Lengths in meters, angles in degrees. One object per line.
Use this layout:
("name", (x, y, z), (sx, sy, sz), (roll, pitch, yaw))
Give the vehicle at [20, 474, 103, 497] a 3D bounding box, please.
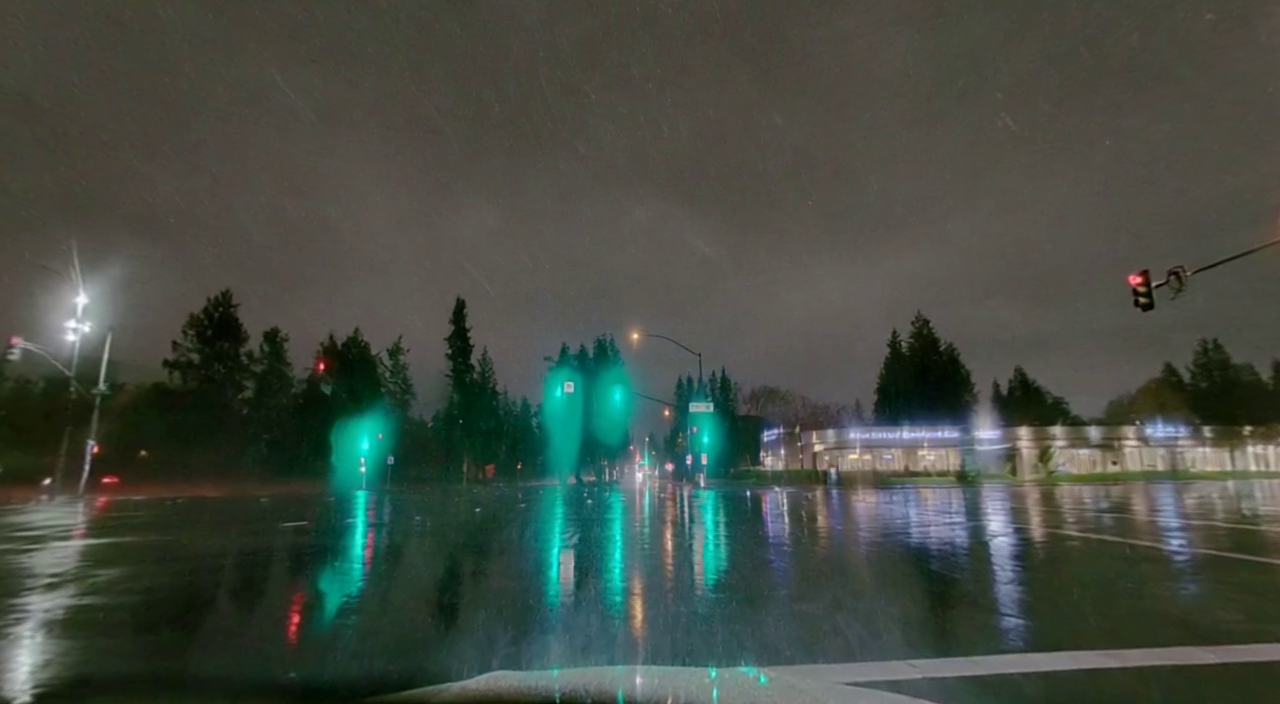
("vehicle", (-41.735, 9.618, 45.640), (4.147, 1.445, 1.706), (0, -9, -6))
